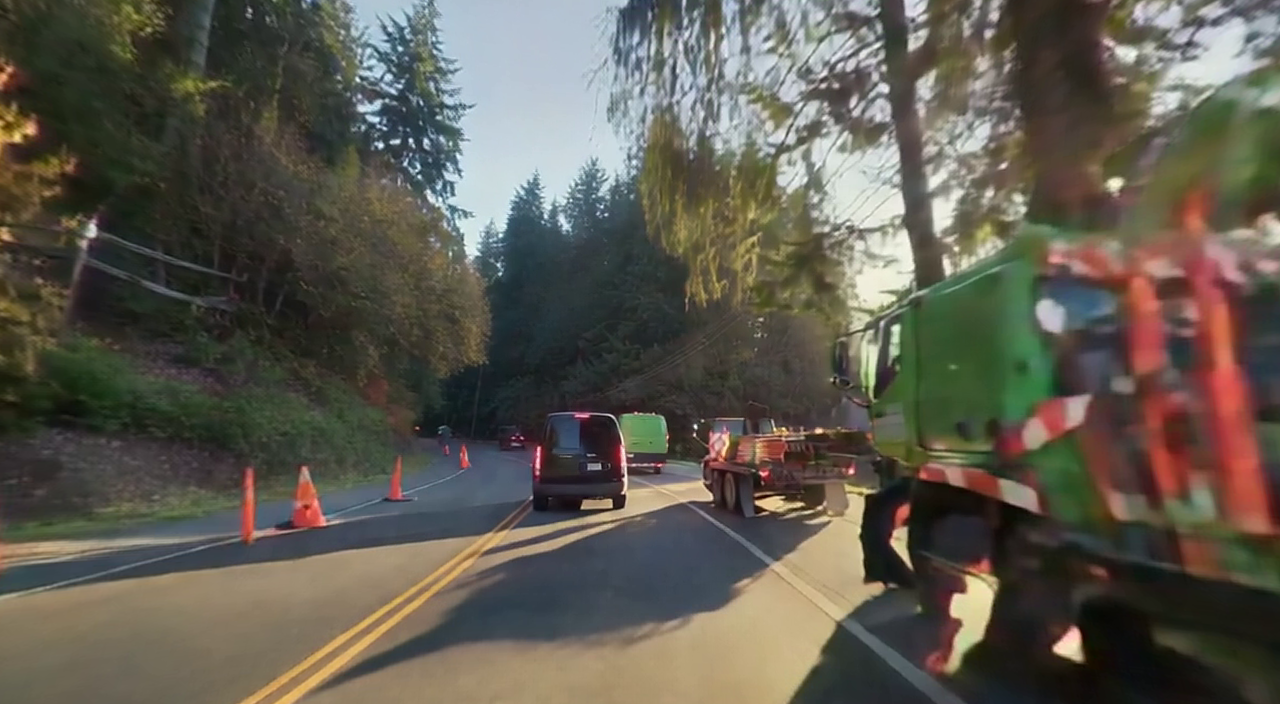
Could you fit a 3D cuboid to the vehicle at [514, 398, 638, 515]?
[{"bbox_3d":[-1.337,2.383,14.699,2.362,2.223,4.892,0,-9,-3],"label":"vehicle"}]
